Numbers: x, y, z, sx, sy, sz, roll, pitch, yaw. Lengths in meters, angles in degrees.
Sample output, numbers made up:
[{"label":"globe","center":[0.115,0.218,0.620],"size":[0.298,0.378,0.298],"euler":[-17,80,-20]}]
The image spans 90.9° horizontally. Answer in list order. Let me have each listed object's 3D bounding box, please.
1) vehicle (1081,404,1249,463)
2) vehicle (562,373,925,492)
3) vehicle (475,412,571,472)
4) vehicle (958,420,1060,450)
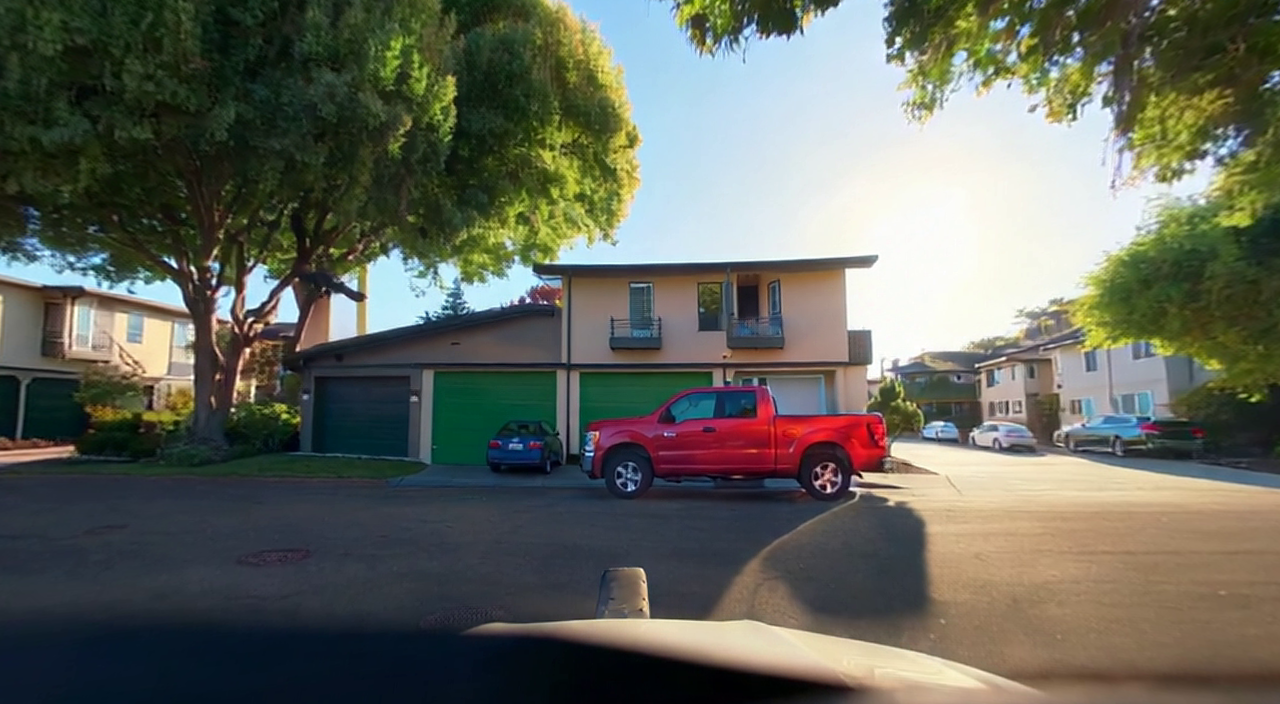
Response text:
[{"label":"vehicle","center":[17.119,2.705,20.736],"size":[3.770,1.496,1.951],"euler":[5,-9,5]},{"label":"vehicle","center":[1.638,1.423,11.031],"size":[5.600,1.835,2.161],"euler":[-1,-9,4]},{"label":"vehicle","center":[-3.528,2.729,19.720],"size":[1.869,1.460,3.826],"euler":[-4,-4,6]},{"label":"vehicle","center":[18.275,4.145,31.375],"size":[3.897,1.416,1.703],"euler":[-1,-8,5]}]
